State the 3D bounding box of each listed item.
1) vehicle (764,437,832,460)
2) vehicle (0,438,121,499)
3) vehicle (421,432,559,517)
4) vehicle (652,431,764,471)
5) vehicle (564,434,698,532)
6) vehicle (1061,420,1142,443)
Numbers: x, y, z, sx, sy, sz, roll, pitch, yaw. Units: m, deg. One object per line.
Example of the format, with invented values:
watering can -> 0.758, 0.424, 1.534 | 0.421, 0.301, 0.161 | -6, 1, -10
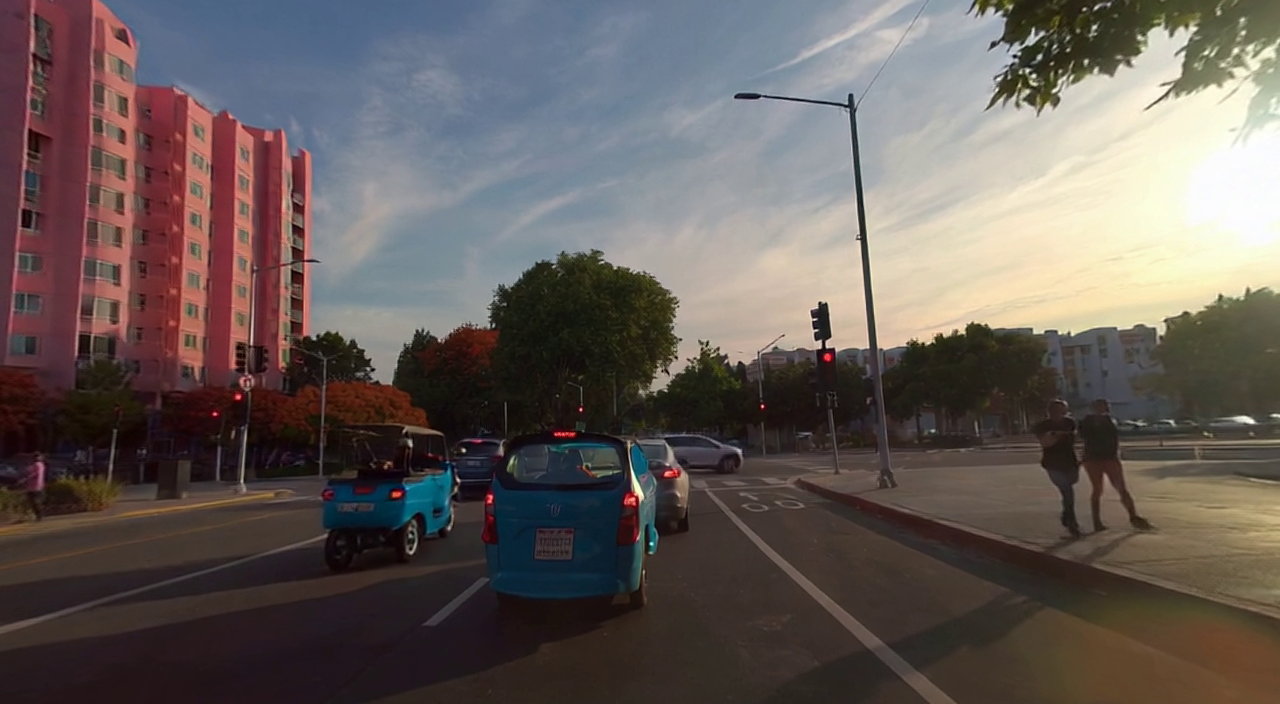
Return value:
vehicle -> 10.440, 6.425, 41.918 | 1.862, 1.456, 4.661 | 4, -9, -24
vehicle -> -28.915, 5.661, 30.345 | 5.890, 2.393, 2.346 | -5, -7, 0
vehicle -> -3.162, 2.677, 14.224 | 1.935, 1.615, 4.073 | -1, -9, 3
vehicle -> 3.351, 4.864, 30.870 | 5.226, 1.840, 2.016 | -2, -9, 13
vehicle -> -0.102, 2.297, 11.617 | 2.025, 1.458, 4.085 | -1, -9, 1
vehicle -> 30.806, 5.337, 42.135 | 1.751, 1.420, 4.027 | 8, -12, -43
